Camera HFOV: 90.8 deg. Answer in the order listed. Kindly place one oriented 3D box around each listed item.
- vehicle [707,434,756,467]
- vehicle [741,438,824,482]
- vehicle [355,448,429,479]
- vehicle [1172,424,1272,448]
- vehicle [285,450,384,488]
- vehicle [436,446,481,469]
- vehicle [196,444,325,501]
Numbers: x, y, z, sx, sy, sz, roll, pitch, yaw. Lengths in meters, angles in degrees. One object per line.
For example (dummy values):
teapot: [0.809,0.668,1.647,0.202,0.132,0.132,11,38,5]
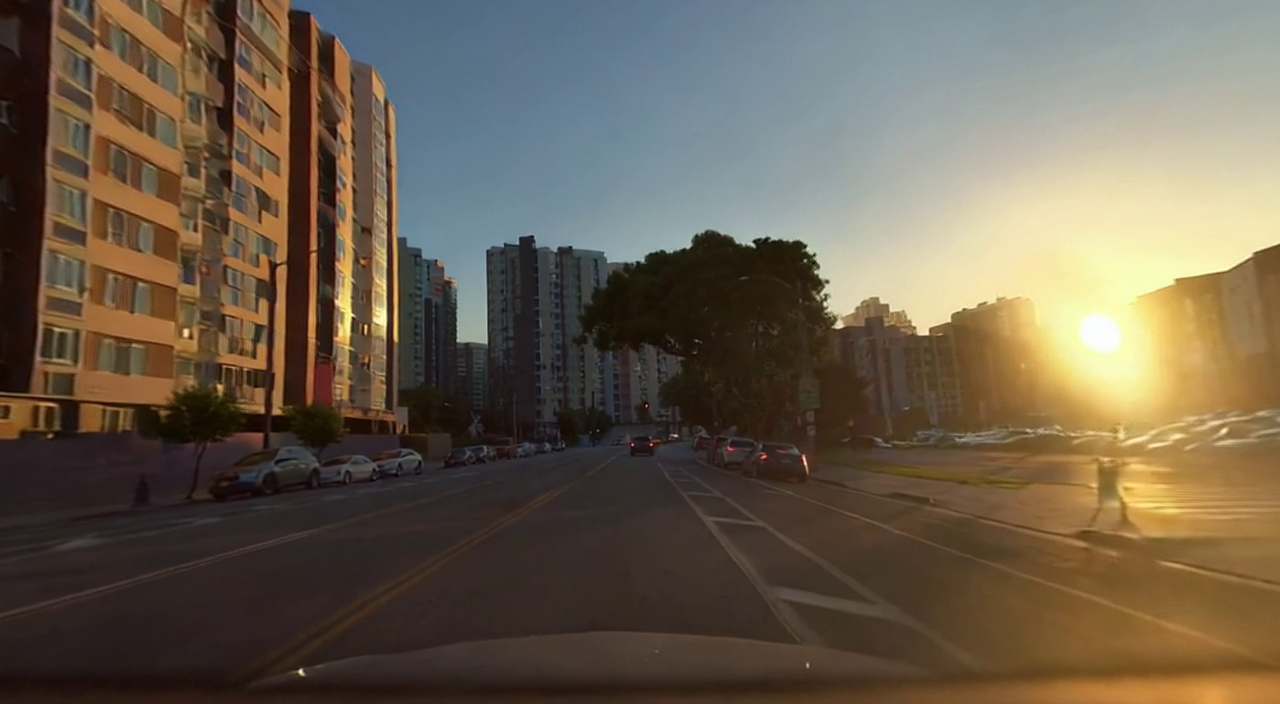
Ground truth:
vehicle: [5.364,5.806,37.595,2.102,1.781,5.470,0,-8,0]
vehicle: [5.210,4.010,23.783,2.085,1.466,4.276,0,-8,-1]
vehicle: [-12.865,5.800,33.127,1.889,1.461,4.608,0,-8,2]
vehicle: [38.563,5.590,42.062,2.022,1.491,4.896,0,-8,1]
vehicle: [-12.926,4.943,27.092,1.779,1.433,4.633,0,-8,2]
vehicle: [-12.605,7.309,44.075,1.926,1.499,3.869,0,-8,0]
vehicle: [-12.832,4.045,21.736,1.908,1.694,4.306,0,-8,-3]
